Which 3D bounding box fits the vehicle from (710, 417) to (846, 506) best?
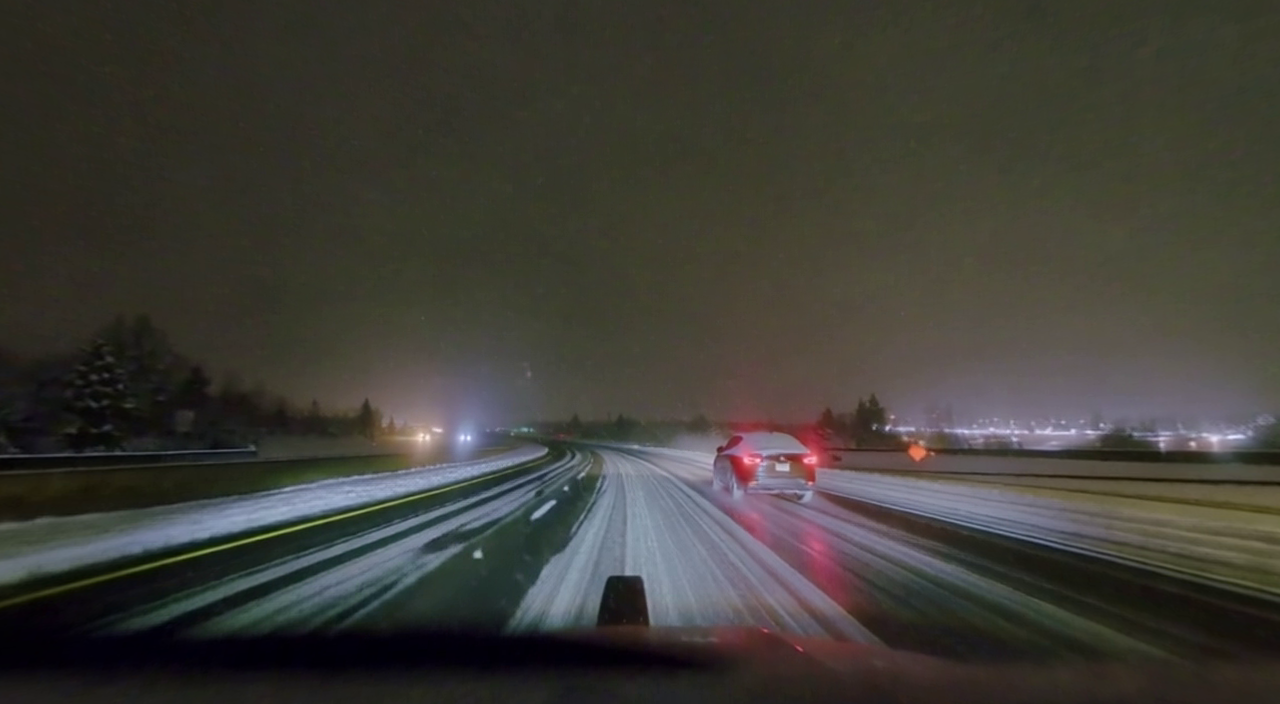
[{"bbox_3d":[2.951,2.471,14.584,2.059,1.715,4.192,0,-8,-2],"label":"vehicle"}]
